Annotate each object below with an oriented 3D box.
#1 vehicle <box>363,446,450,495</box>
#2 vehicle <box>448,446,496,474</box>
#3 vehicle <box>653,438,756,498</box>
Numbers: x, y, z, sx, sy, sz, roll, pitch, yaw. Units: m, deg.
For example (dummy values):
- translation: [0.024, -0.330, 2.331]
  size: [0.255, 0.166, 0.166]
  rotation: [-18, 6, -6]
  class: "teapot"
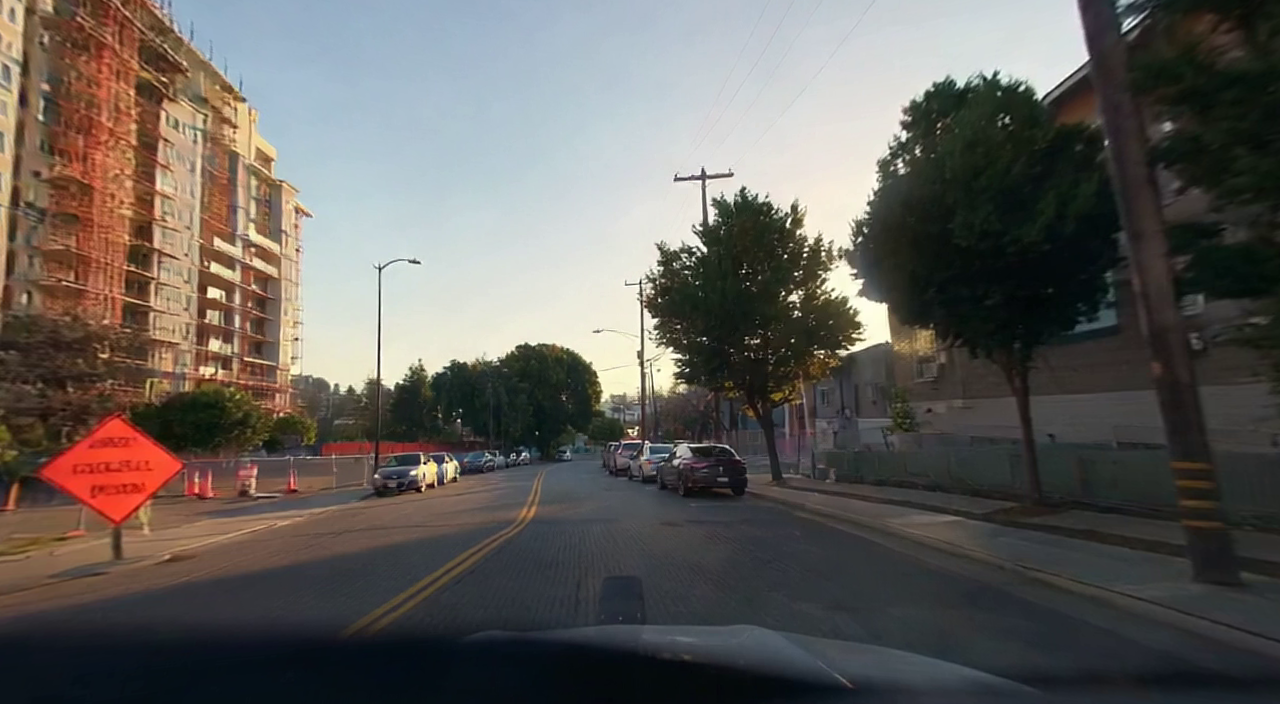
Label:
- translation: [-8.937, 4.616, 24.552]
  size: [1.996, 1.578, 4.806]
  rotation: [-3, -11, -5]
  class: "vehicle"
- translation: [-11.860, 7.639, 44.863]
  size: [2.194, 1.861, 5.725]
  rotation: [1, -9, -4]
  class: "vehicle"
- translation: [1.795, 3.478, 19.347]
  size: [1.976, 1.588, 4.968]
  rotation: [1, -9, -8]
  class: "vehicle"
